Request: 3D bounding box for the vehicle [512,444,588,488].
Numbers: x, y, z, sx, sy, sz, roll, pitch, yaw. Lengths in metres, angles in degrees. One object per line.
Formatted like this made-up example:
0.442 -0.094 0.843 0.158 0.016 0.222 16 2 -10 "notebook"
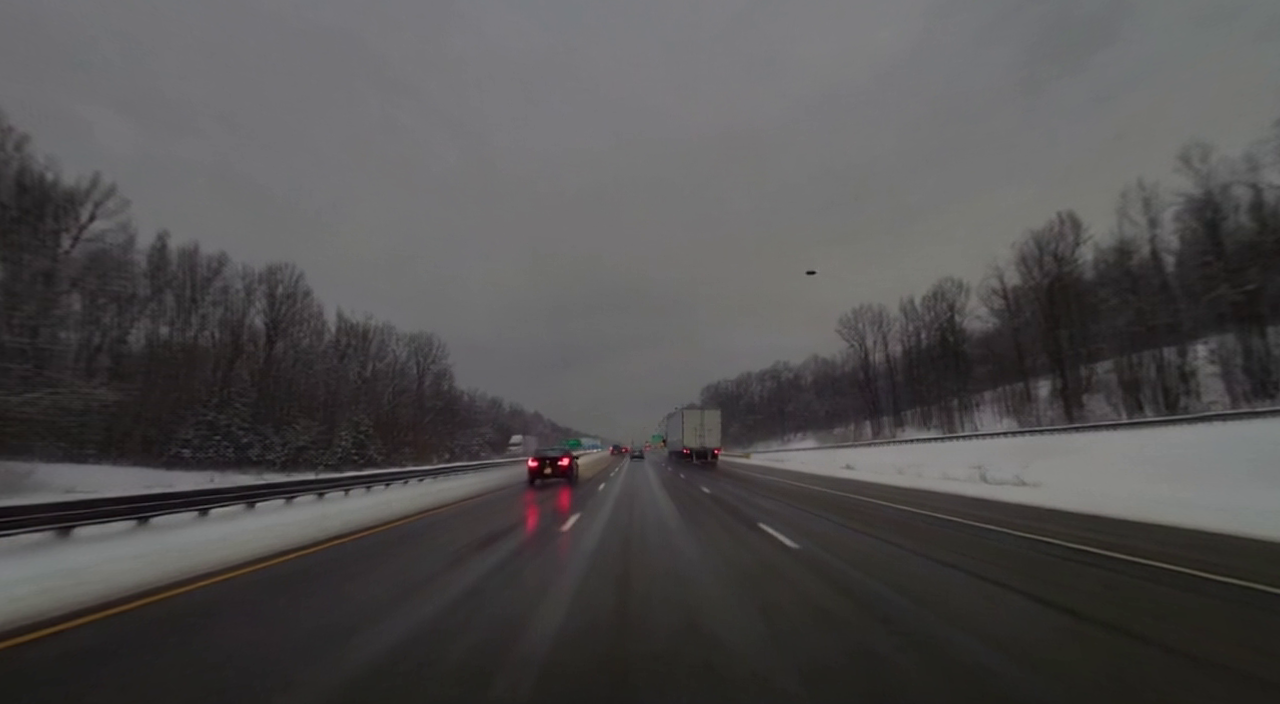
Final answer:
-3.174 4.134 23.194 2.121 1.445 4.651 0 -9 0 "vehicle"
